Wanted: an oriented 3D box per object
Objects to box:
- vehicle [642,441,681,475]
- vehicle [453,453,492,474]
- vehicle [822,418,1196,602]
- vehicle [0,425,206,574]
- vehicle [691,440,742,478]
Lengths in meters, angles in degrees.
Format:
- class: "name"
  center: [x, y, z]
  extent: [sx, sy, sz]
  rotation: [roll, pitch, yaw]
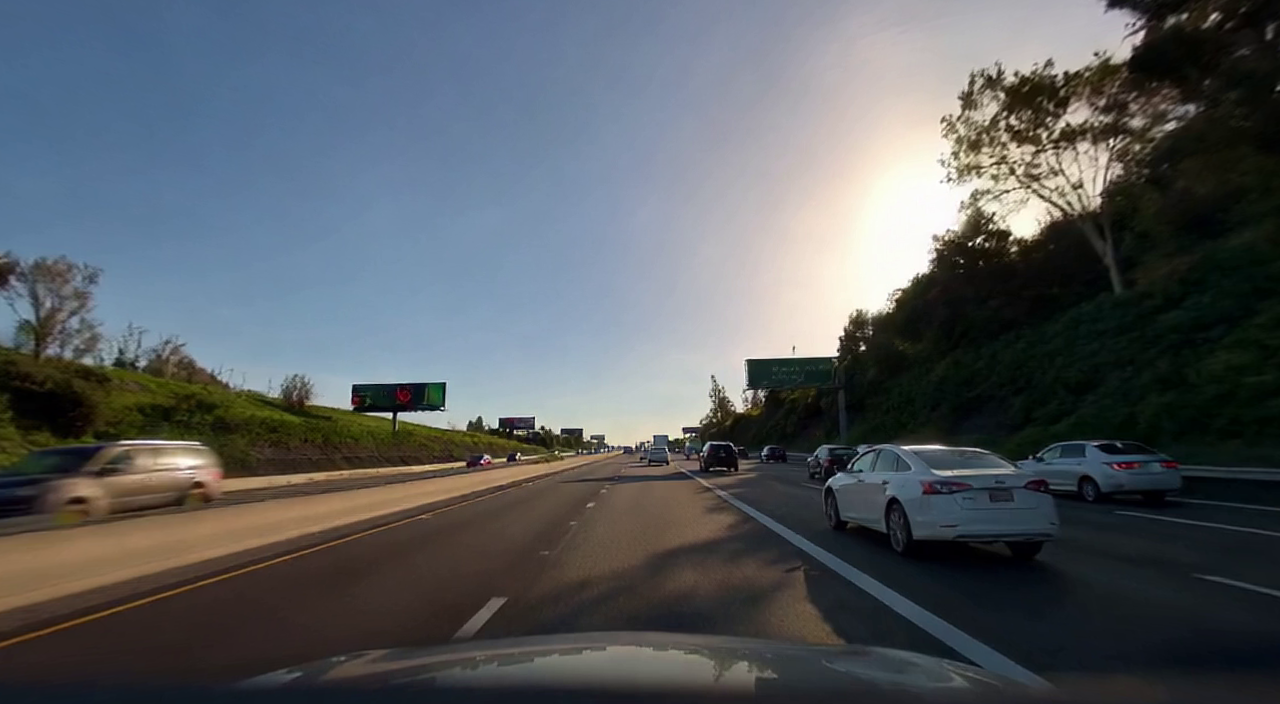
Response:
- class: "vehicle"
  center: [1.181, 6.080, 36.444]
  extent: [2.145, 1.832, 4.004]
  rotation: [0, -8, 0]
- class: "vehicle"
  center: [-13.145, 8.763, 49.783]
  extent: [1.843, 1.461, 4.292]
  rotation: [-1, -8, 1]
- class: "vehicle"
  center: [3.930, 1.728, 7.867]
  extent: [1.989, 1.609, 4.355]
  rotation: [0, -8, 0]
- class: "vehicle"
  center: [-9.918, 2.270, 10.266]
  extent: [2.277, 2.018, 4.739]
  rotation: [-1, -8, 0]
- class: "vehicle"
  center: [3.972, 5.607, 33.513]
  extent: [2.075, 1.845, 4.667]
  rotation: [0, -8, -1]
